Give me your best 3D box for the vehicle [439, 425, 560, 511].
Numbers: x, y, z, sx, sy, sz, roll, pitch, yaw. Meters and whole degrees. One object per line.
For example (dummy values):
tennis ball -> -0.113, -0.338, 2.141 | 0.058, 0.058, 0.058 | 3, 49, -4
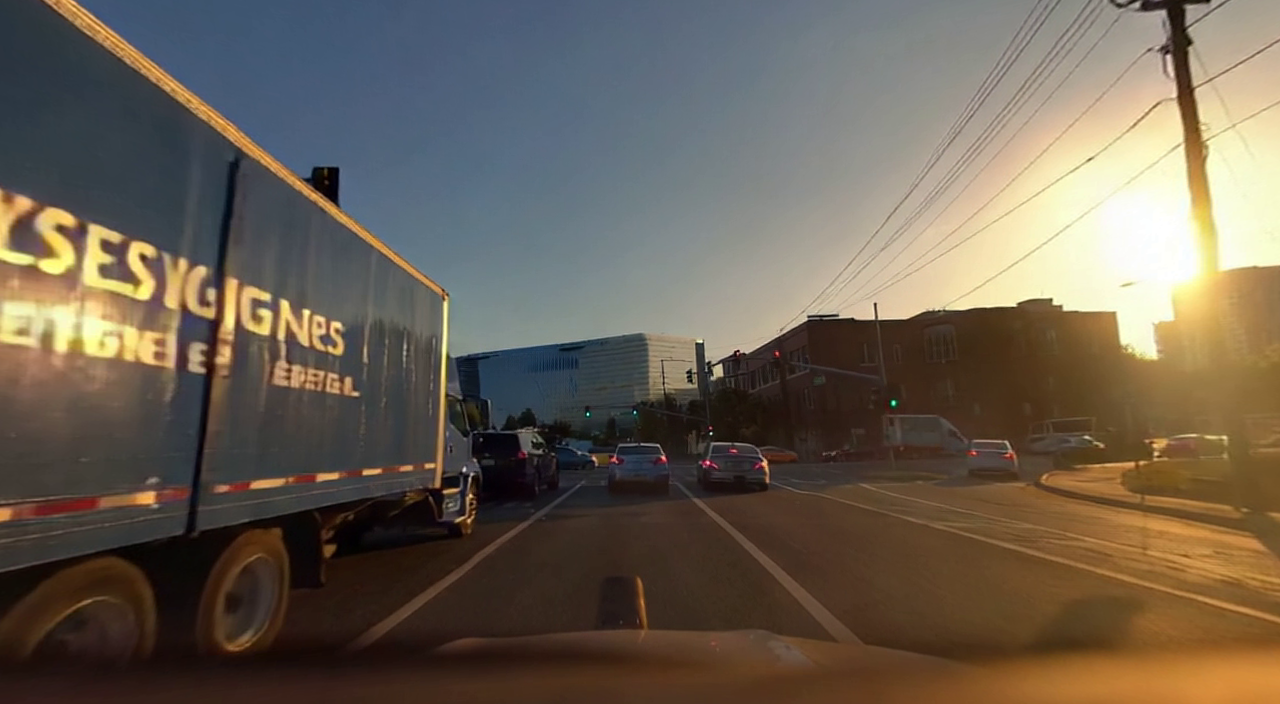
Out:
vehicle -> -3.298, 2.832, 15.845 | 1.994, 1.806, 4.564 | 0, -9, 0

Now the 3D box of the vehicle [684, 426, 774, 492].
vehicle -> 2.697, 3.404, 20.341 | 2.086, 1.849, 4.607 | 0, -9, -2

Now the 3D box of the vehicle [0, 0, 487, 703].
vehicle -> -3.402, 0.293, 4.072 | 2.889, 3.347, 8.285 | 0, -9, -1

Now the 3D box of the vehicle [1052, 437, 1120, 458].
vehicle -> 35.021, 7.479, 49.545 | 5.208, 1.624, 1.927 | 4, -10, -25

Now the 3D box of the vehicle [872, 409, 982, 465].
vehicle -> 19.135, 5.674, 42.101 | 6.670, 3.450, 2.666 | 3, -10, -24

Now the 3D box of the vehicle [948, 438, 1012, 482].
vehicle -> 14.429, 4.552, 26.940 | 2.102, 1.662, 4.533 | -5, -10, 27

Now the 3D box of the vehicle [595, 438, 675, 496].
vehicle -> -0.184, 3.374, 18.846 | 2.117, 1.499, 4.036 | 0, -9, -1
